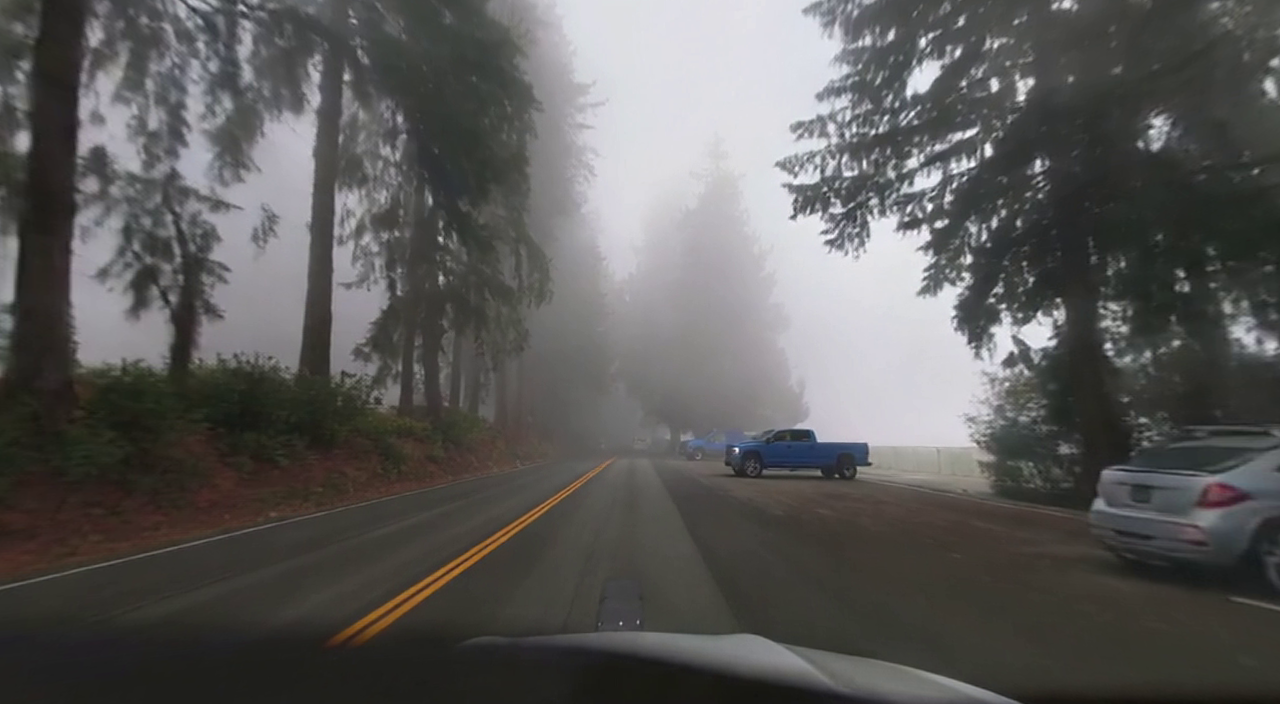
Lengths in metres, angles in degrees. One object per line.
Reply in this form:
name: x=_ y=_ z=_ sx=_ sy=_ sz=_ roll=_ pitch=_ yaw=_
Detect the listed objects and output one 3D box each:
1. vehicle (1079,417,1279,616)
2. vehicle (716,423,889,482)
vehicle: x=7.093 y=1.491 z=6.280 sx=3.937 sy=1.597 sz=2.004 roll=0 pitch=-8 yaw=-2
vehicle: x=5.946 y=3.775 z=23.842 sx=5.797 sy=2.070 sz=2.502 roll=0 pitch=-8 yaw=-1
